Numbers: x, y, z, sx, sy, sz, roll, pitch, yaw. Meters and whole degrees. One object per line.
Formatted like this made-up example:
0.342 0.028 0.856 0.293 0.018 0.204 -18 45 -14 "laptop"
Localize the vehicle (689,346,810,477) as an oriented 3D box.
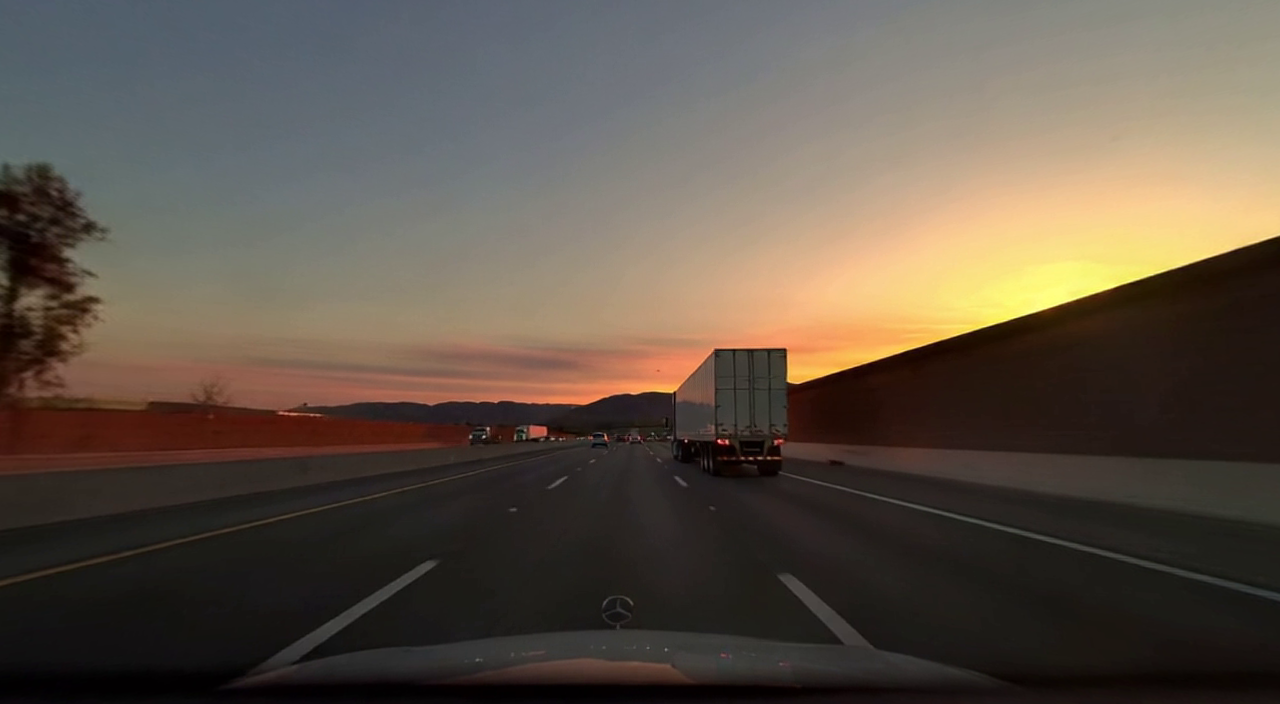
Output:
3.660 2.349 23.438 2.859 3.981 8.596 0 -8 -1 "vehicle"
